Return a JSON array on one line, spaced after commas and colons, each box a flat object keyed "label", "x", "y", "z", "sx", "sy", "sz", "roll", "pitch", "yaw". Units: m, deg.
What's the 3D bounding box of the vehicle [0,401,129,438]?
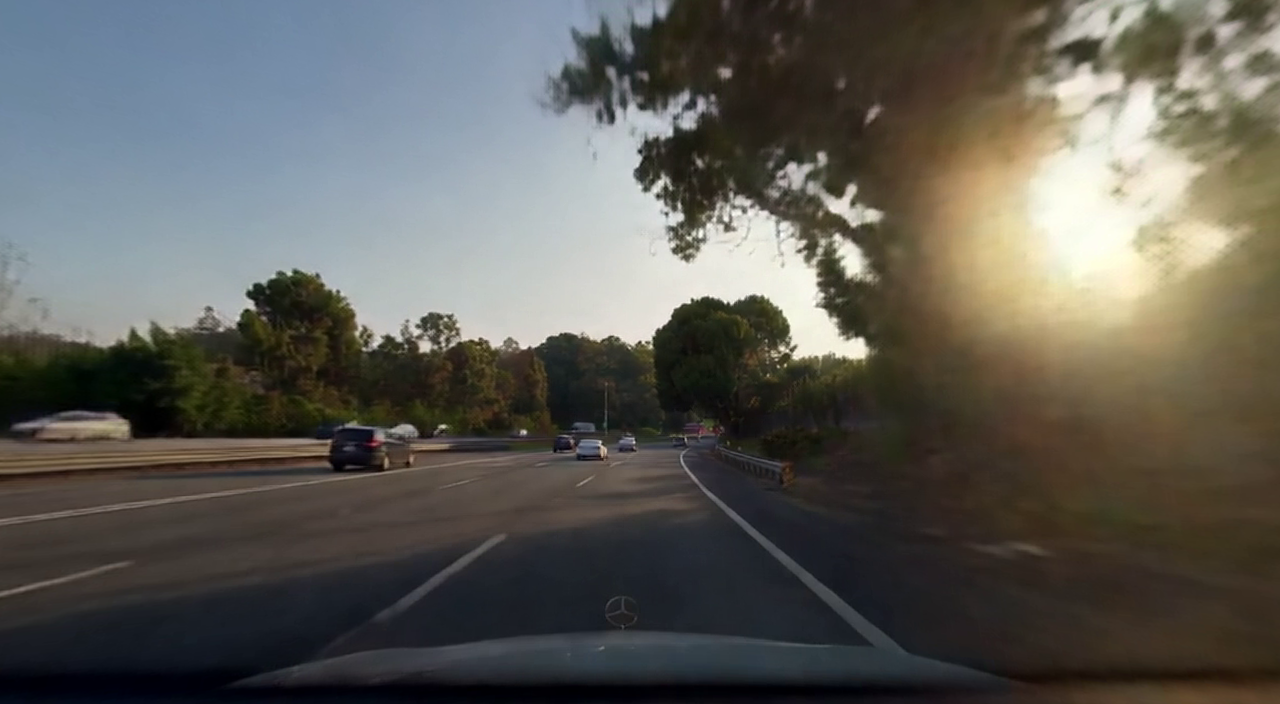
[{"label": "vehicle", "x": -33.308, "y": 3.977, "z": 36.568, "sx": 2.154, "sy": 1.864, "sz": 5.824, "roll": 0, "pitch": -9, "yaw": 3}]

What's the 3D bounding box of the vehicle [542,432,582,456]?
[{"label": "vehicle", "x": -5.802, "y": 6.939, "z": 47.268, "sx": 2.108, "sy": 1.686, "sz": 4.556, "roll": 0, "pitch": -9, "yaw": 4}]

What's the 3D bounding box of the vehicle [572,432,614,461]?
[{"label": "vehicle", "x": -2.890, "y": 6.007, "z": 39.973, "sx": 2.035, "sy": 1.673, "sz": 4.469, "roll": 0, "pitch": -9, "yaw": 4}]

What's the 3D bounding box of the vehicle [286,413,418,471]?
[{"label": "vehicle", "x": -10.988, "y": 3.550, "z": 24.647, "sx": 2.264, "sy": 1.980, "sz": 5.574, "roll": 0, "pitch": -9, "yaw": 3}]
